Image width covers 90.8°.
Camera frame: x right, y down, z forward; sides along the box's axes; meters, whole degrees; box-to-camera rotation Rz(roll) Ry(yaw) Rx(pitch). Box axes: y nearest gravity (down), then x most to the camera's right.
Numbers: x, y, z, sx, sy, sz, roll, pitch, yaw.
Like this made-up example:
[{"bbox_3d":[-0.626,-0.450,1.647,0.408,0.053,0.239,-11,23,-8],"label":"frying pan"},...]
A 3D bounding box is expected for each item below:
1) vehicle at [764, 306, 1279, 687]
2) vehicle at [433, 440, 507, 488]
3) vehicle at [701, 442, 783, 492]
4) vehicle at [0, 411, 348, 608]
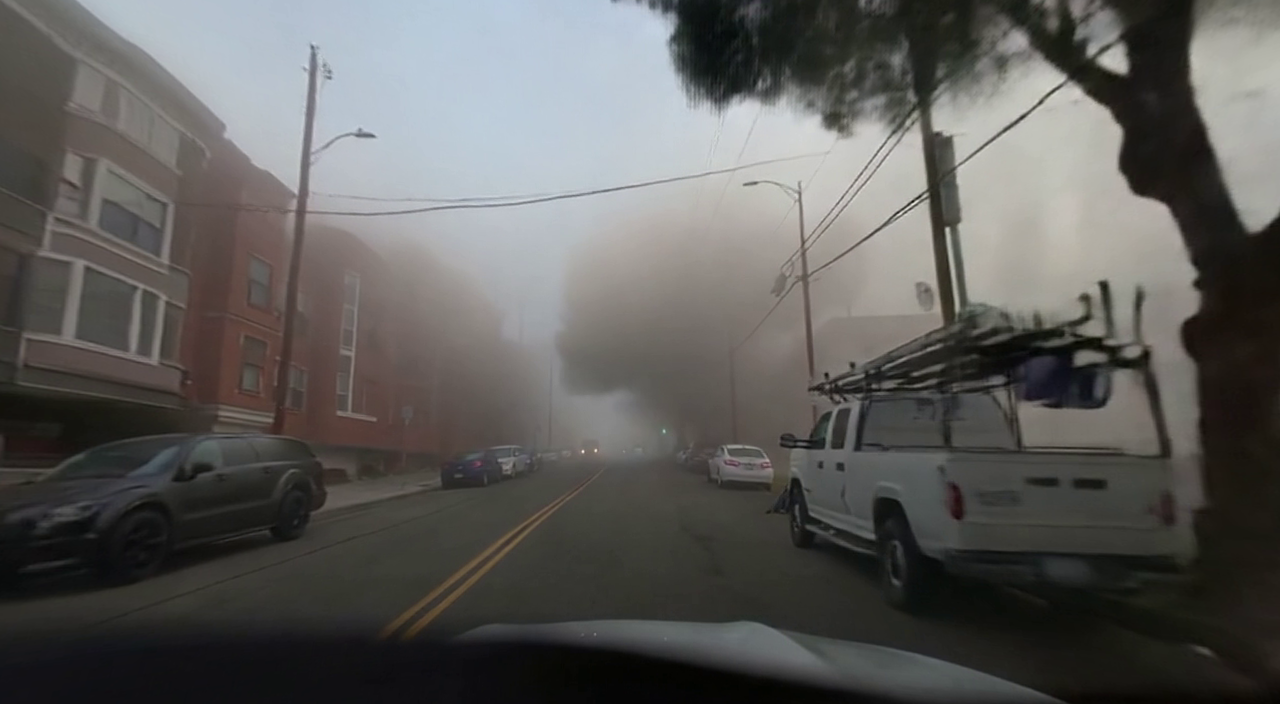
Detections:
[{"bbox_3d":[3.129,1.235,6.614,2.480,2.230,5.704,0,-8,0],"label":"vehicle"},{"bbox_3d":[-6.869,4.567,26.107,1.930,1.756,4.955,0,-8,-3],"label":"vehicle"},{"bbox_3d":[3.248,3.760,21.045,1.885,1.464,4.466,0,-8,-1],"label":"vehicle"},{"bbox_3d":[-6.675,1.949,9.040,2.259,1.899,5.643,0,-8,0],"label":"vehicle"}]
